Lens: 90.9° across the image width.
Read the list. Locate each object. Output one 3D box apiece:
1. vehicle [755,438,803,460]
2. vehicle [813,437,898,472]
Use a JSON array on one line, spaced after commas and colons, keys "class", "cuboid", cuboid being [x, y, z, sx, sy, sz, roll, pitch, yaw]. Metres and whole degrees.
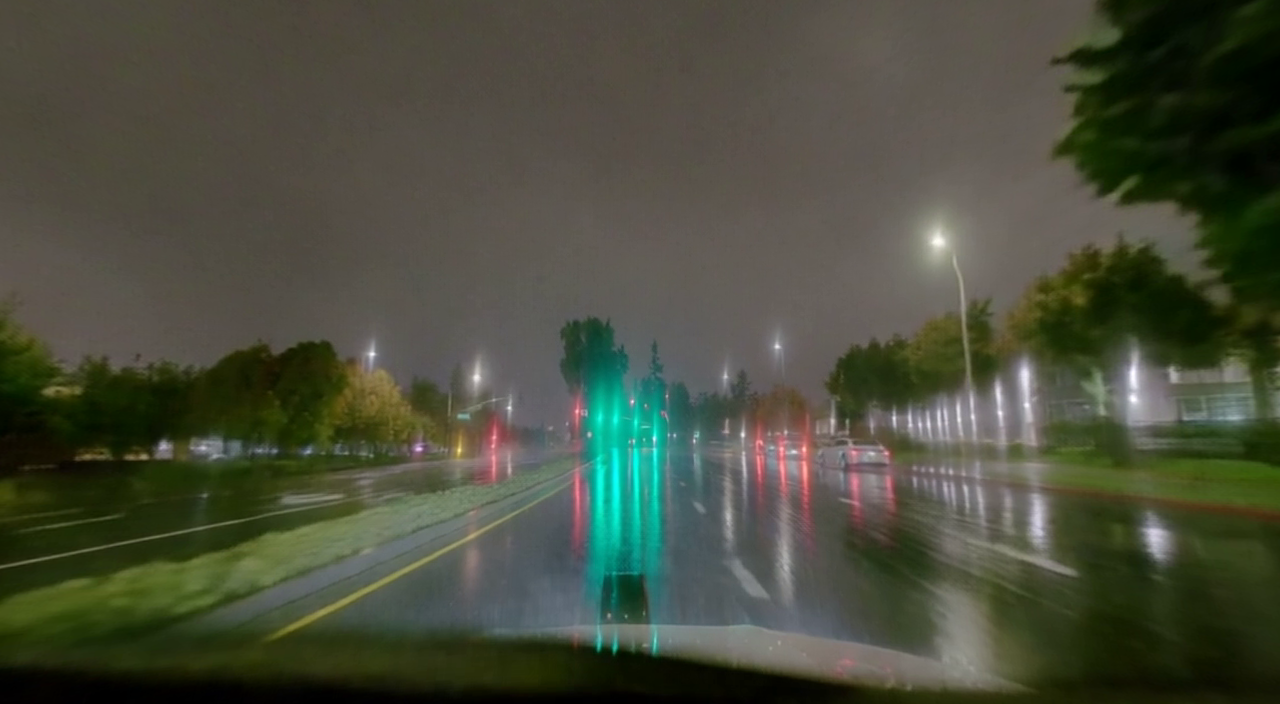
[{"class": "vehicle", "cuboid": [10.471, 7.343, 47.785, 2.034, 1.551, 5.228, 1, -8, -5]}, {"class": "vehicle", "cuboid": [10.443, 4.985, 31.052, 2.109, 1.533, 5.664, 0, -8, -1]}]
